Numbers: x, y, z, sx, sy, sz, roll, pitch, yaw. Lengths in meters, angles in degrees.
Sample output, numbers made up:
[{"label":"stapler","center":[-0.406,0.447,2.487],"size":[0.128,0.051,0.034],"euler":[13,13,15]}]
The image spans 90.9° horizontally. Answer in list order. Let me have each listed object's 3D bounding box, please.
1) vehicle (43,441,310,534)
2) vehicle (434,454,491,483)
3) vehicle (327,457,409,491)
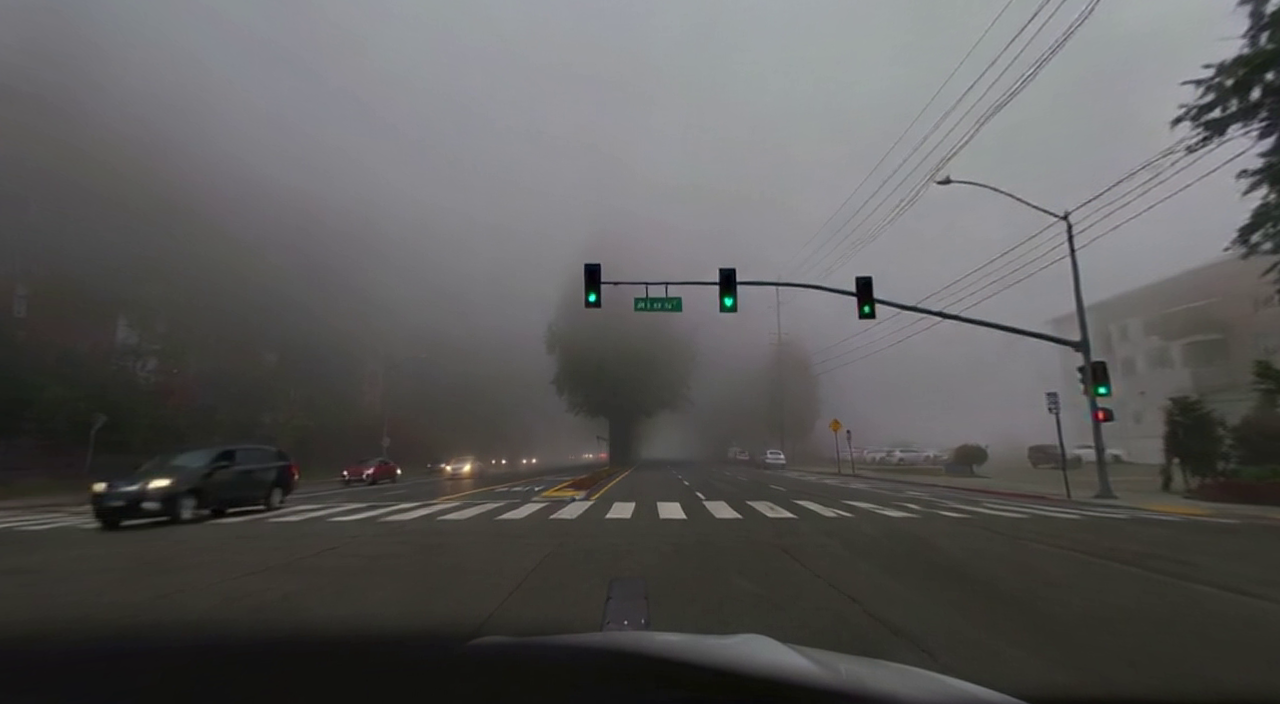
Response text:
[{"label":"vehicle","center":[-10.689,3.113,15.312],"size":[2.249,1.825,5.378],"euler":[-1,-8,2]},{"label":"vehicle","center":[-10.110,6.645,36.268],"size":[1.899,1.464,4.418],"euler":[-1,-8,2]},{"label":"vehicle","center":[-13.454,6.018,31.528],"size":[1.909,1.449,4.775],"euler":[-1,-8,1]}]
